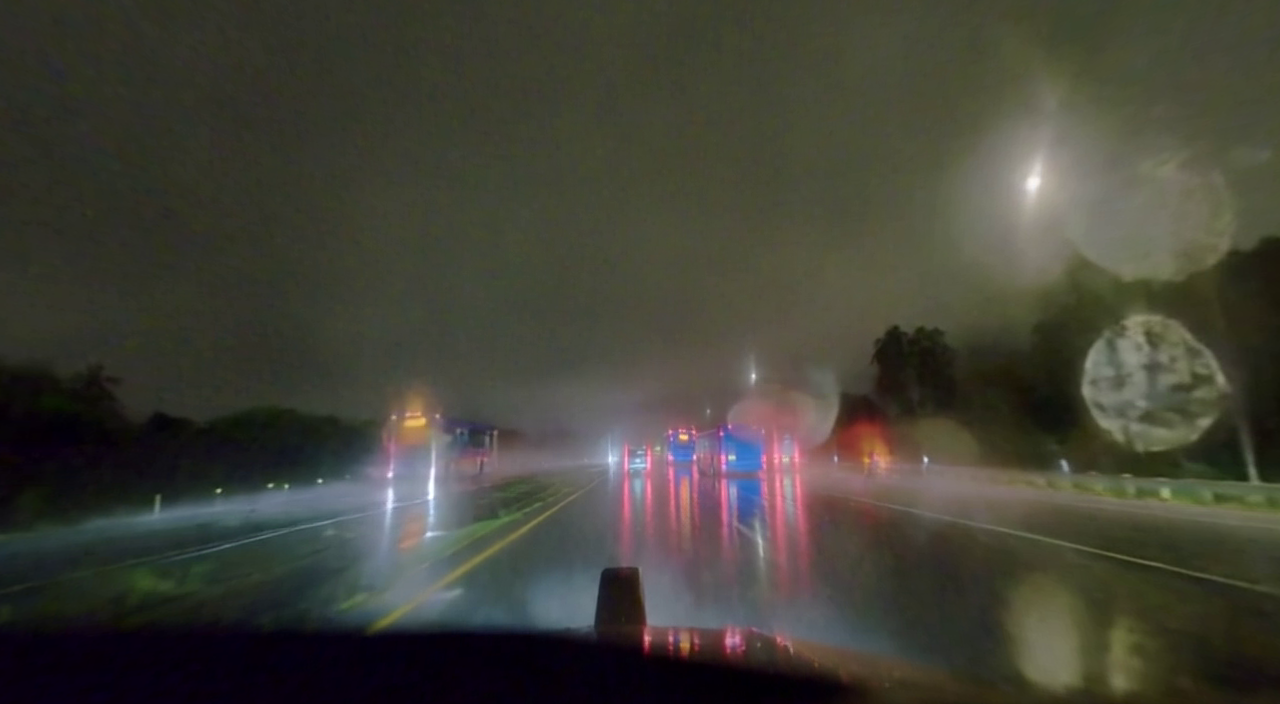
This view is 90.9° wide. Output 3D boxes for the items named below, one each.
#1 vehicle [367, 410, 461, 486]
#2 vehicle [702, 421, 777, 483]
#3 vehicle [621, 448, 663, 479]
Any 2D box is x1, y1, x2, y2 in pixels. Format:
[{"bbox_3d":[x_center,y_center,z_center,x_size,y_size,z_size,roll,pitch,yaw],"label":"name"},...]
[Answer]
[{"bbox_3d":[-12.953,5.608,36.808,2.999,4.011,6.198,0,-9,1],"label":"vehicle"},{"bbox_3d":[4.433,4.618,29.223,2.440,2.555,5.957,0,-9,0],"label":"vehicle"},{"bbox_3d":[0.090,5.568,31.724,2.004,1.449,3.817,0,-9,0],"label":"vehicle"}]
